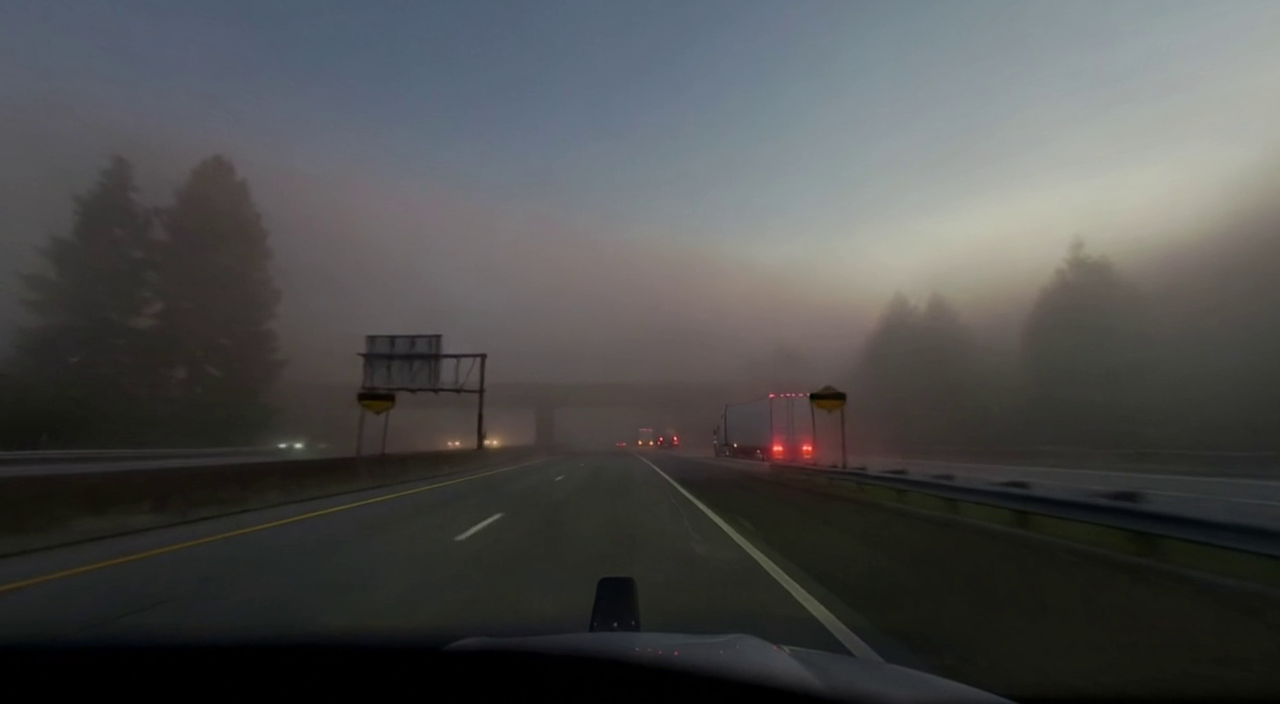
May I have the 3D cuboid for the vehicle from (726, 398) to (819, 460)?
[{"bbox_3d":[9.590,5.986,47.936,2.855,4.053,13.328,0,-8,-6],"label":"vehicle"}]
